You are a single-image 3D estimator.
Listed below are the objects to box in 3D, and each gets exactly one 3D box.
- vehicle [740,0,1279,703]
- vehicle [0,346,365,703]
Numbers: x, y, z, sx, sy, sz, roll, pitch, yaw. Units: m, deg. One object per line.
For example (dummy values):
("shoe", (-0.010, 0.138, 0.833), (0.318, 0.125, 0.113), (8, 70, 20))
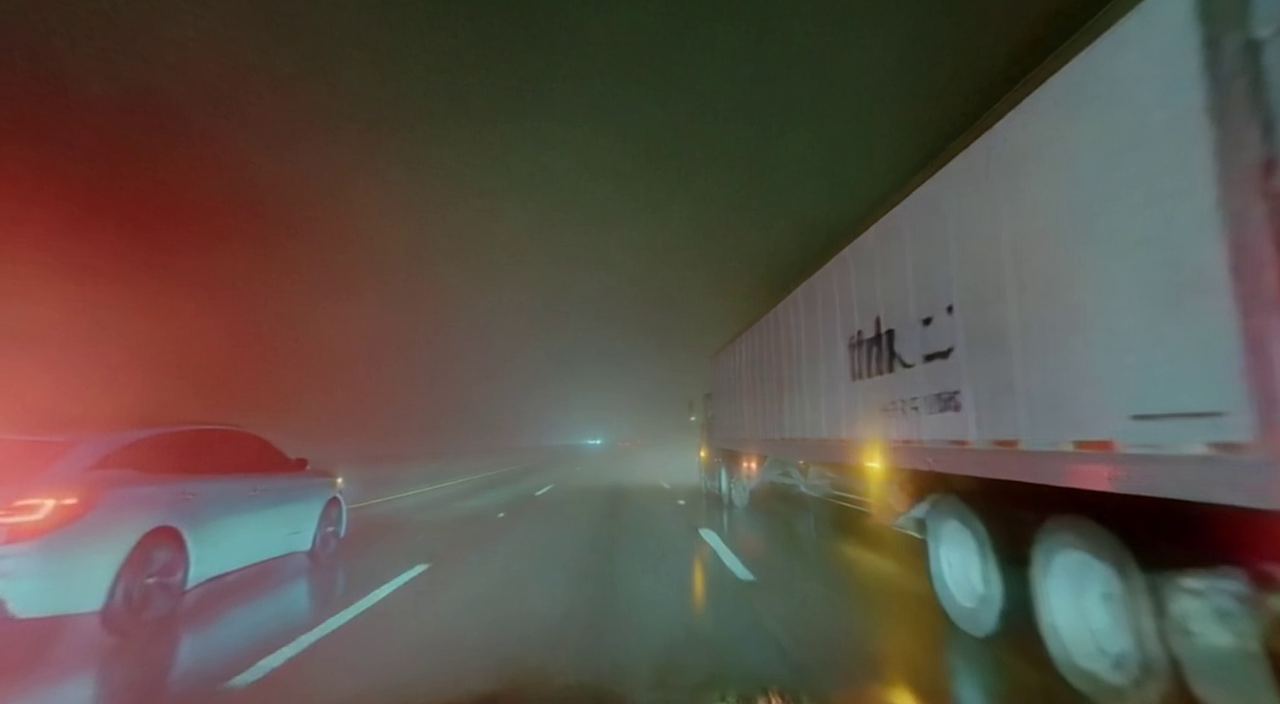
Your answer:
("vehicle", (3.839, 0.309, 8.439), (2.850, 3.894, 13.987), (0, -7, 1))
("vehicle", (-3.653, 0.988, 3.794), (2.063, 1.661, 4.439), (0, -8, -2))
